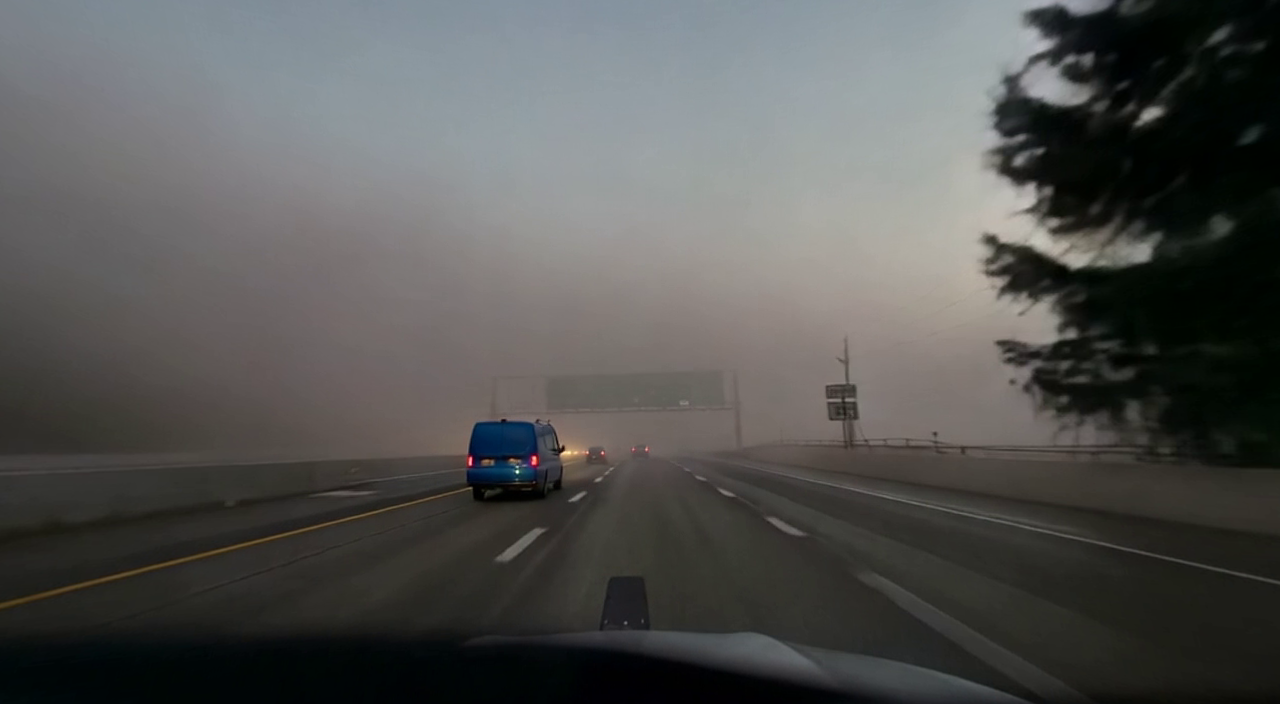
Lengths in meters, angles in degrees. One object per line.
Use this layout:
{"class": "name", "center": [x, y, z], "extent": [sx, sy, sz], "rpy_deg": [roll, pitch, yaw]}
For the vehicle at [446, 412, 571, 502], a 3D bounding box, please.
{"class": "vehicle", "center": [-3.227, 2.700, 16.547], "extent": [2.281, 2.025, 4.586], "rpy_deg": [0, -8, 0]}
